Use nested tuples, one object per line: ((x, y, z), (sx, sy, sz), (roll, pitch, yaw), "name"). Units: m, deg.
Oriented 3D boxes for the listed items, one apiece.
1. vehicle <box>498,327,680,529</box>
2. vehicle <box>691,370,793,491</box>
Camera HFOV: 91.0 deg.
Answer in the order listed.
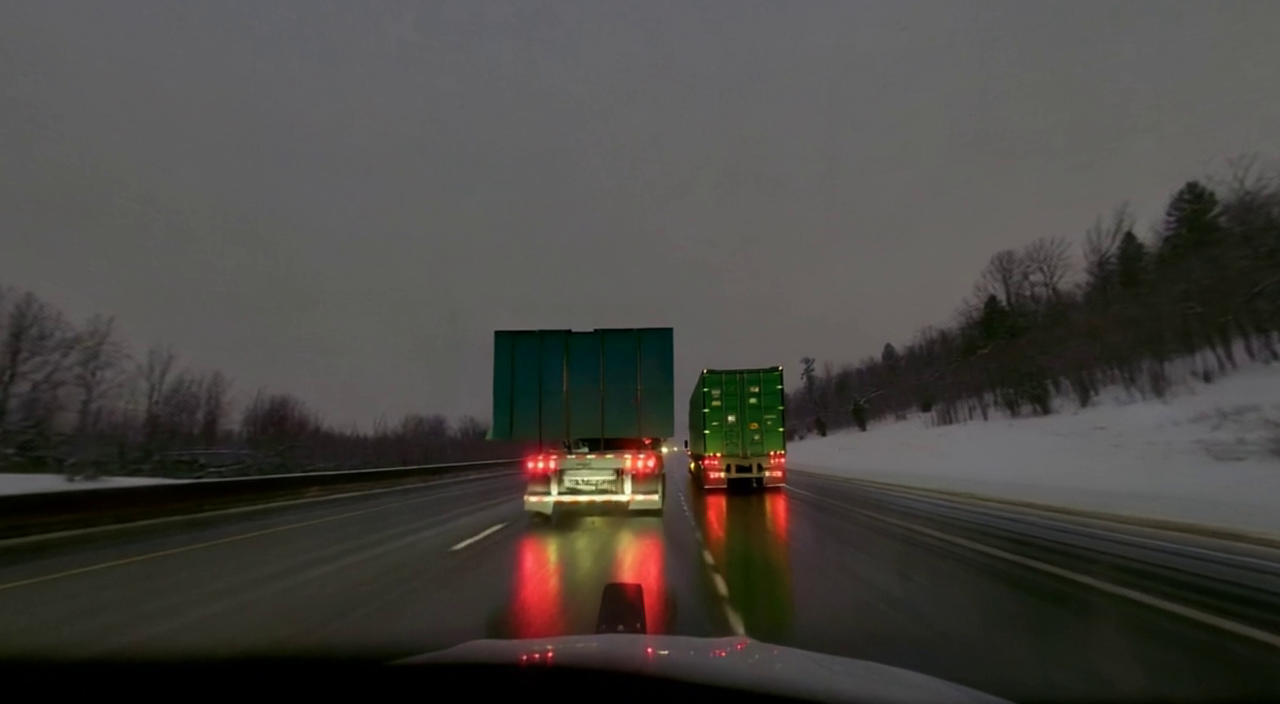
((-0.589, 2.579, 20.010), (3.267, 3.655, 17.154), (0, -8, 2), "vehicle")
((3.820, 3.426, 26.564), (2.942, 4.003, 11.297), (0, -9, 3), "vehicle")
